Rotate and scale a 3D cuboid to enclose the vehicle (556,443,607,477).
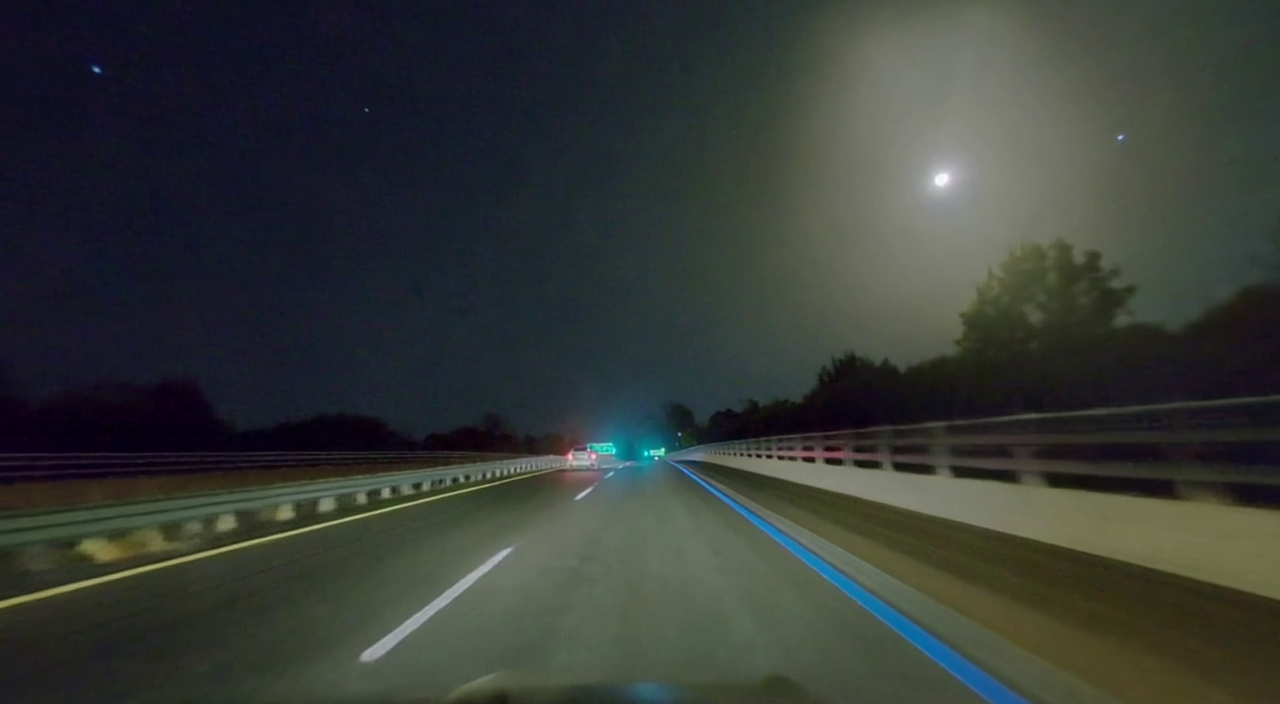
[{"bbox_3d":[-2.785,5.267,30.887,2.050,1.530,4.144,0,-8,0],"label":"vehicle"}]
